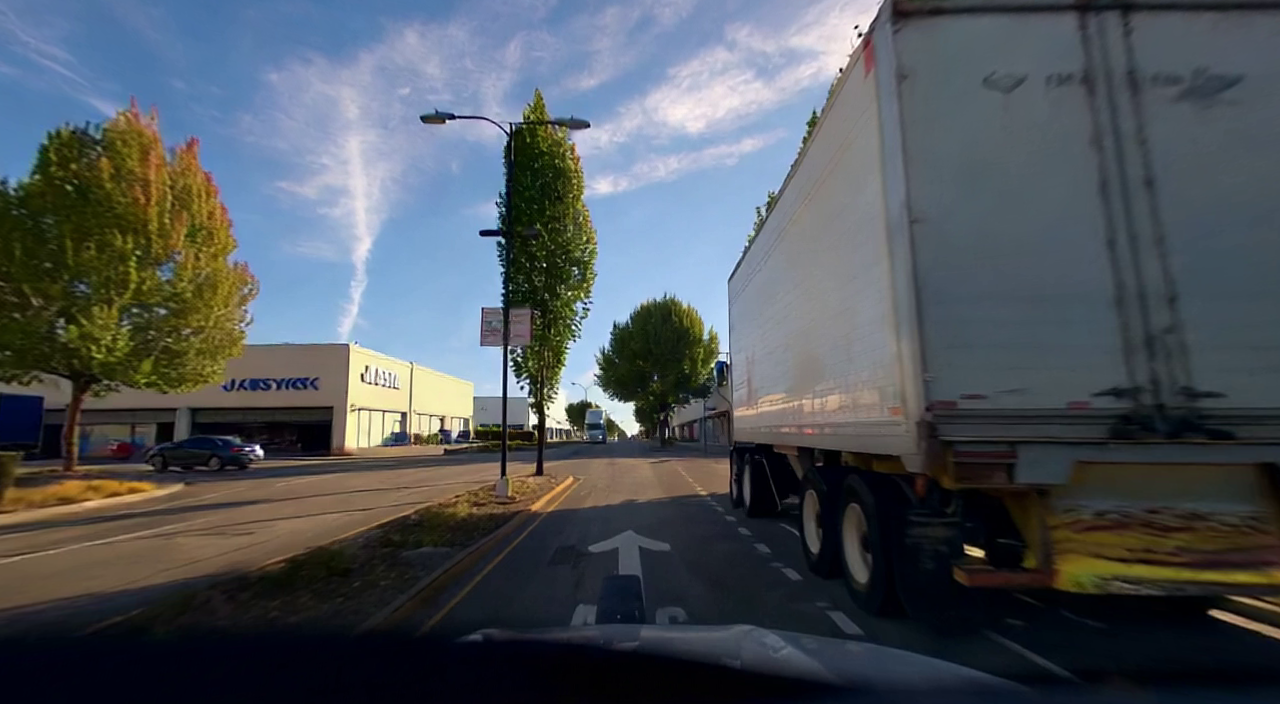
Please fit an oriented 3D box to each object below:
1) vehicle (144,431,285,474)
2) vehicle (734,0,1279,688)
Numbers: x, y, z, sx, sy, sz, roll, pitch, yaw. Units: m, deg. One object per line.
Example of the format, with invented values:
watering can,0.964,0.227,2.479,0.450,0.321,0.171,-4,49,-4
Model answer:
vehicle,-16.663,3.950,24.775,4.248,1.511,1.881,-2,-9,2
vehicle,2.965,0.154,6.408,3.000,3.950,5.876,0,-8,-1
